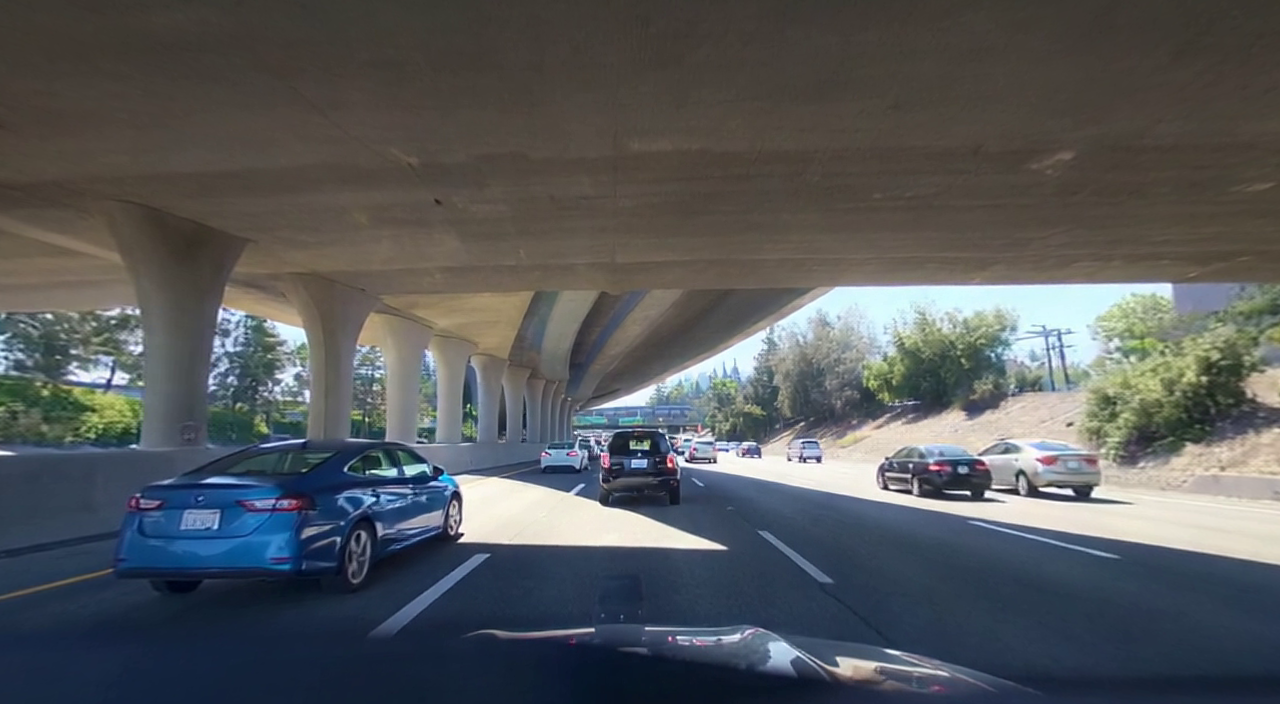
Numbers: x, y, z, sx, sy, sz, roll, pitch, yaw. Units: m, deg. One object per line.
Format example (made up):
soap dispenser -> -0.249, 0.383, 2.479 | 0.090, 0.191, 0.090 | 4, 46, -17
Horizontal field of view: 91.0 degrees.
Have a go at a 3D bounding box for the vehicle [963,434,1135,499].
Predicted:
vehicle -> 11.478, 3.226, 18.139 | 1.992, 1.625, 4.359 | 0, -9, 0

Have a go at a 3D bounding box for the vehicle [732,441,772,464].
vehicle -> 7.704, 6.967, 43.847 | 1.963, 1.482, 4.436 | 0, -9, 0

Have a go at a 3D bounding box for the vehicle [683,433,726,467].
vehicle -> 3.793, 5.855, 37.809 | 2.069, 1.876, 4.447 | 0, -9, 0

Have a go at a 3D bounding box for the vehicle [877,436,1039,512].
vehicle -> 7.194, 2.769, 14.722 | 1.880, 1.526, 3.641 | 0, -9, 0

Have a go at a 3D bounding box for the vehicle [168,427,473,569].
vehicle -> -4.009, 1.895, 8.980 | 1.974, 1.478, 4.412 | 0, -9, 1

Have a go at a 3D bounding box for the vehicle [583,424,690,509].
vehicle -> -0.060, 2.651, 14.924 | 2.181, 1.697, 4.021 | 0, -9, 0

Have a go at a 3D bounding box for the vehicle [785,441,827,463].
vehicle -> 11.805, 7.141, 45.027 | 1.868, 1.468, 4.168 | 0, -9, 0

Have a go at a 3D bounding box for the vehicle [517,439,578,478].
vehicle -> -3.902, 4.574, 27.341 | 1.947, 1.516, 4.295 | 0, -9, 1
